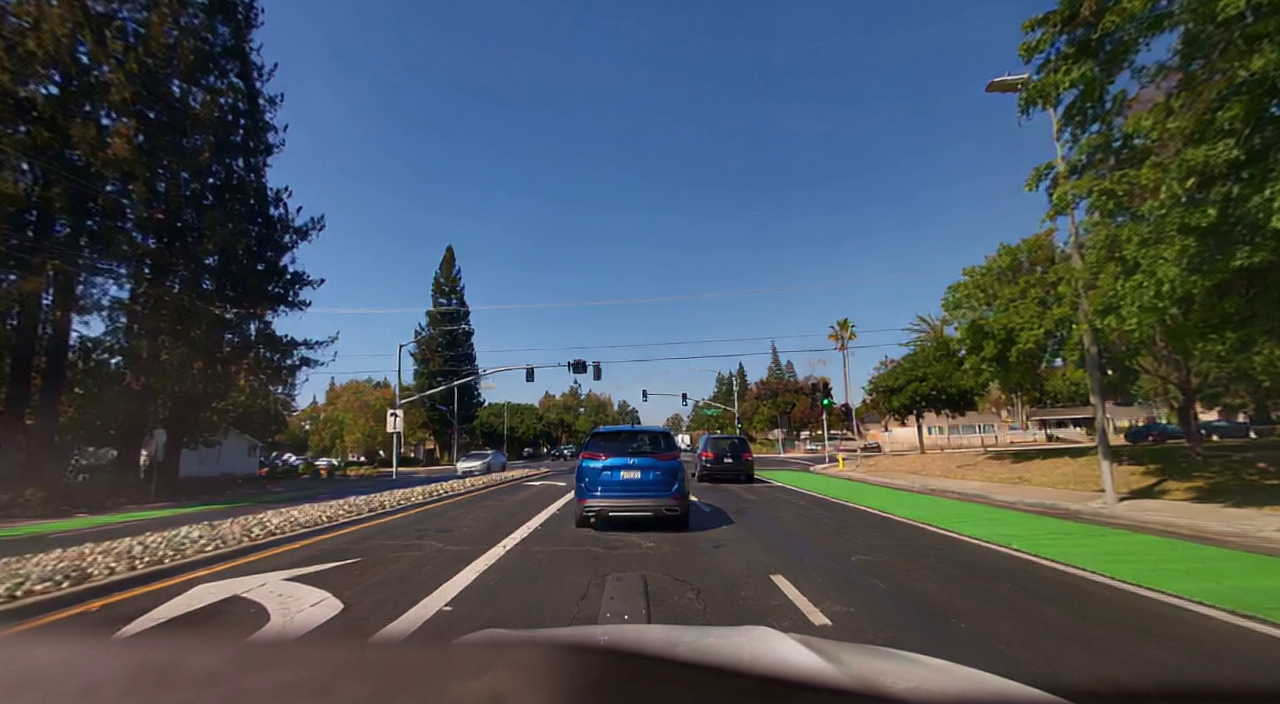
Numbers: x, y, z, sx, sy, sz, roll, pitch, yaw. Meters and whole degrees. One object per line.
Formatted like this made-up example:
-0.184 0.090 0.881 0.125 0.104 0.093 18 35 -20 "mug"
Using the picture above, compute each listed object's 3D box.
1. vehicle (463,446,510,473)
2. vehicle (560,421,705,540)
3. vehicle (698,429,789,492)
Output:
-10.019 7.004 41.474 1.886 1.666 4.575 0 -8 1 "vehicle"
-0.091 2.182 11.272 2.109 1.730 3.963 0 -8 0 "vehicle"
3.201 3.475 20.569 2.189 1.815 4.495 0 -8 0 "vehicle"
